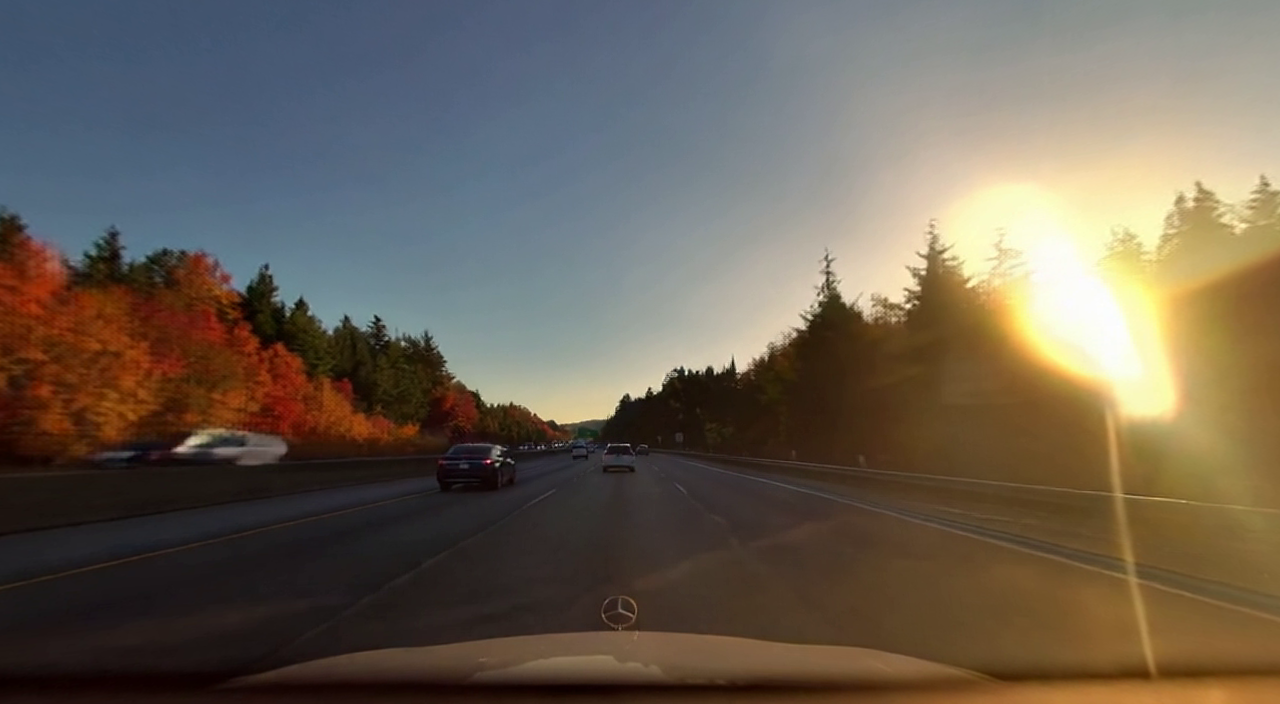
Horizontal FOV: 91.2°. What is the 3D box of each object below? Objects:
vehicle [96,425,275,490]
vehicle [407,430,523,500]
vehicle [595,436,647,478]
[{"bbox_3d":[-13.418,3.157,18.966,2.019,1.666,4.565,0,-9,-1],"label":"vehicle"},{"bbox_3d":[-4.784,3.169,17.930,1.974,1.688,4.727,-1,-9,0],"label":"vehicle"},{"bbox_3d":[-0.819,4.617,27.646,2.115,1.661,4.049,0,-9,-1],"label":"vehicle"}]
